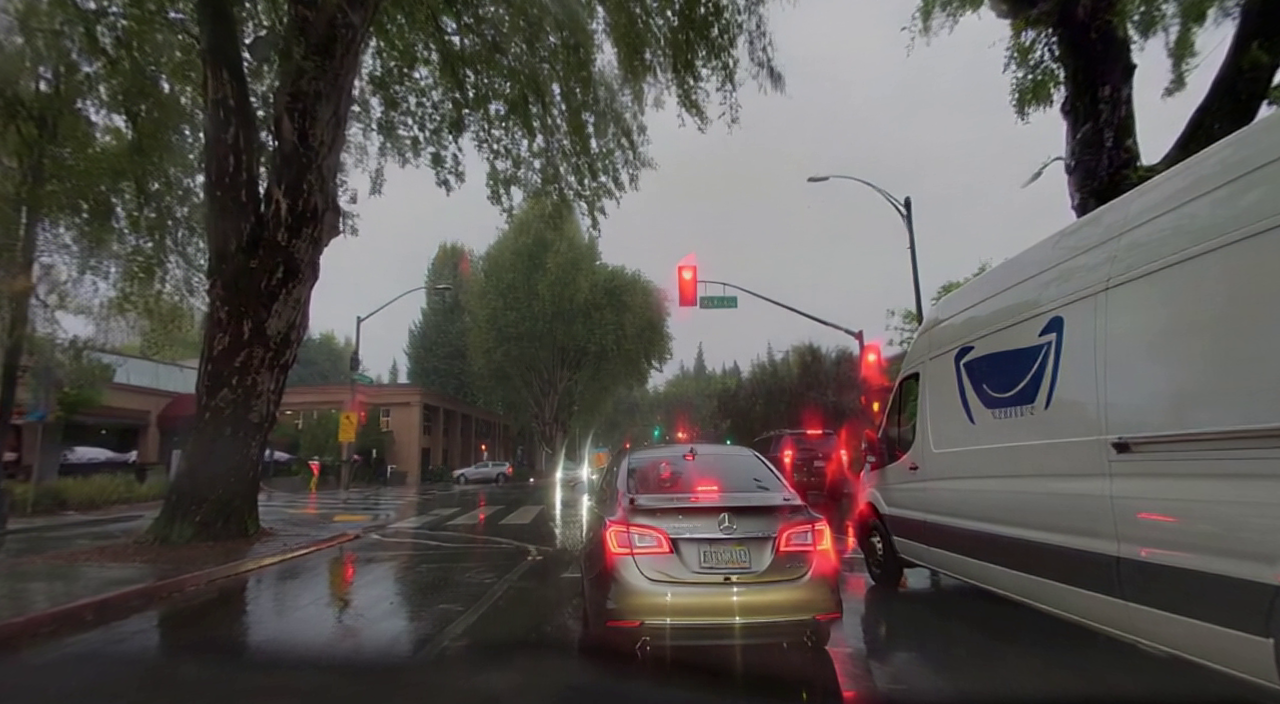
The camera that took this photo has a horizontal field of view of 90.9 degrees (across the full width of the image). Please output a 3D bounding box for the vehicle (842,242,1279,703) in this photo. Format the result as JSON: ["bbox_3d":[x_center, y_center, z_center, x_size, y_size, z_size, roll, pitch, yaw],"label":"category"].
[{"bbox_3d":[2.855,0.894,2.904,2.054,1.965,5.248,1,-11,0],"label":"vehicle"}]

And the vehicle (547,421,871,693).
[{"bbox_3d":[0.380,1.589,5.730,1.961,1.629,3.610,1,-10,-1],"label":"vehicle"}]
